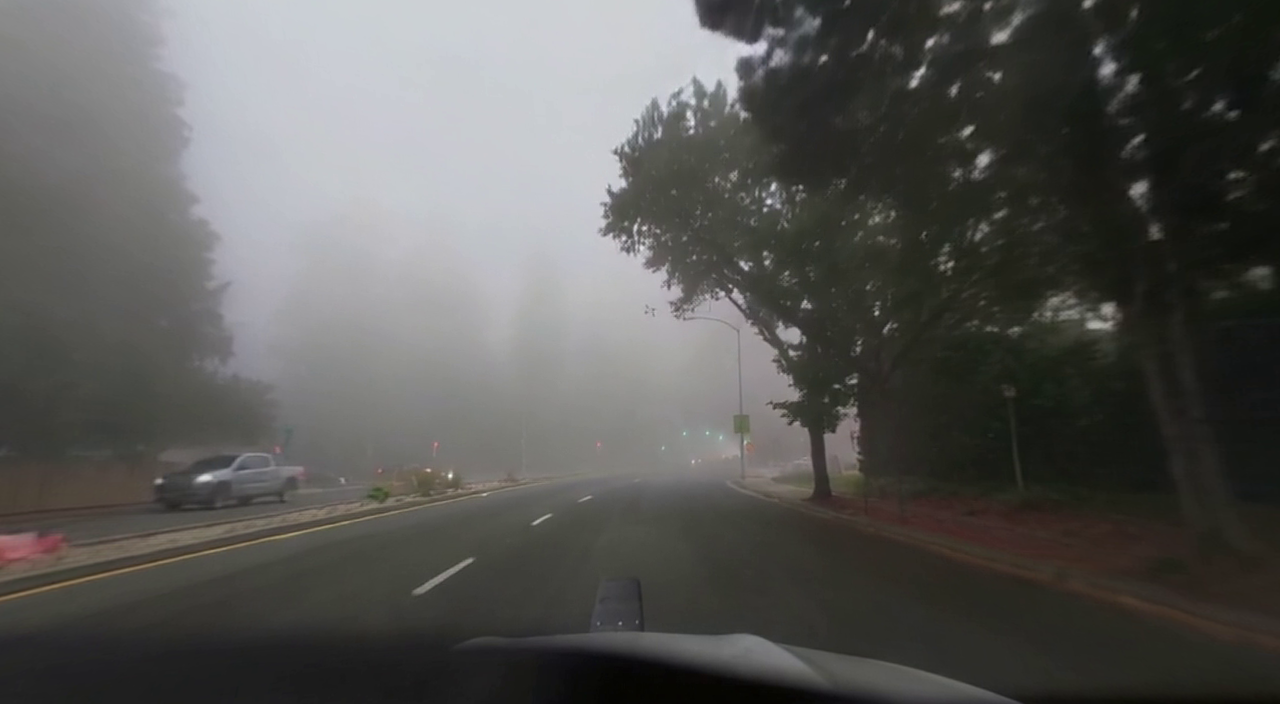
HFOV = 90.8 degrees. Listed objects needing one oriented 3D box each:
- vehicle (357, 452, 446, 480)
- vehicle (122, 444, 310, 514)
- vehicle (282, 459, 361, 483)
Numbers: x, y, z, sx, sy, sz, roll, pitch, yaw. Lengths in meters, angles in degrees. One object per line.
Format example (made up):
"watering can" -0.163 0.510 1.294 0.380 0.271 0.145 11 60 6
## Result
"vehicle" -18.322 8.770 48.799 5.938 2.098 2.333 1 -9 -7
"vehicle" -12.589 3.777 19.268 2.113 1.788 4.701 -3 -9 7
"vehicle" -24.162 9.027 48.050 4.861 1.784 1.947 1 -9 -7
